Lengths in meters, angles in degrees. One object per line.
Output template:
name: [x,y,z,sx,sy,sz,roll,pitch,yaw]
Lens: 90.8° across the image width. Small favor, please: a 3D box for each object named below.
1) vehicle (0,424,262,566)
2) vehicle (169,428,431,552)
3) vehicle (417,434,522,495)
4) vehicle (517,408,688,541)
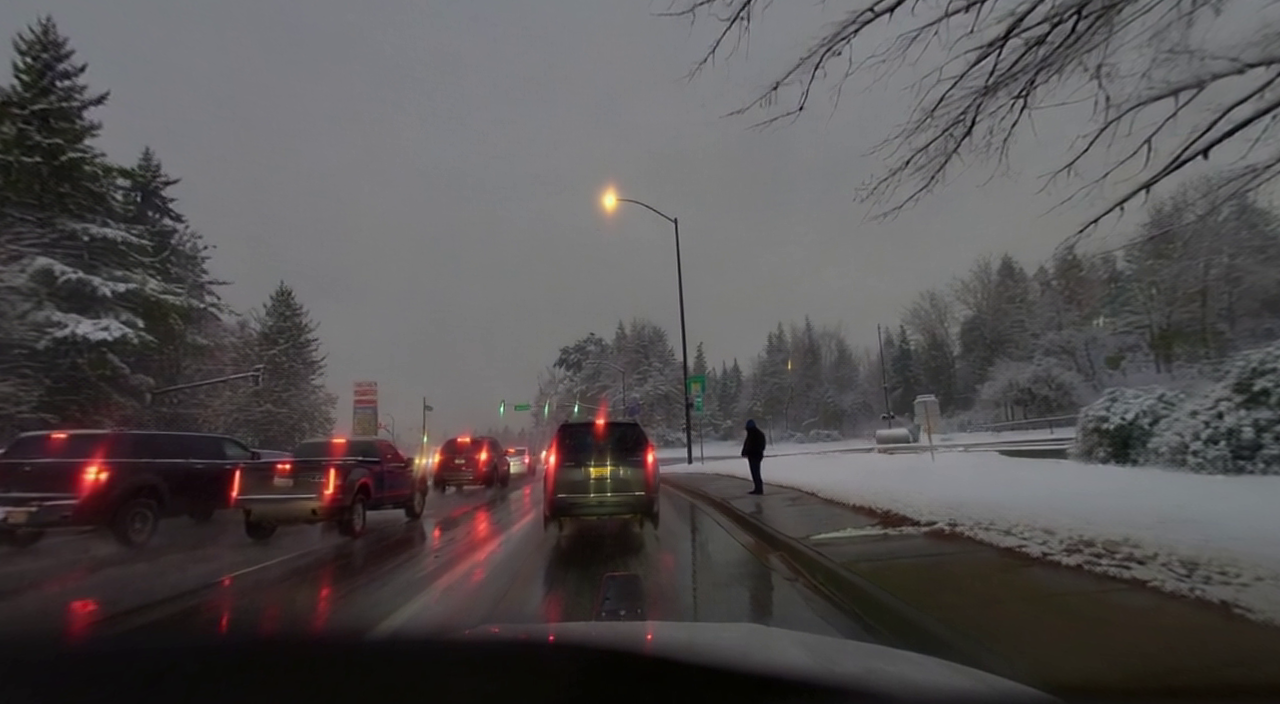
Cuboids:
vehicle: [-8.793,2.217,10.586,2.013,1.826,4.592,0,-9,1]
vehicle: [-5.403,2.229,10.934,2.010,1.674,4.484,0,-9,0]
vehicle: [-5.445,3.663,20.931,2.188,1.774,4.477,0,-9,1]
vehicle: [-0.582,2.023,10.994,2.368,1.829,4.293,0,-9,-2]
